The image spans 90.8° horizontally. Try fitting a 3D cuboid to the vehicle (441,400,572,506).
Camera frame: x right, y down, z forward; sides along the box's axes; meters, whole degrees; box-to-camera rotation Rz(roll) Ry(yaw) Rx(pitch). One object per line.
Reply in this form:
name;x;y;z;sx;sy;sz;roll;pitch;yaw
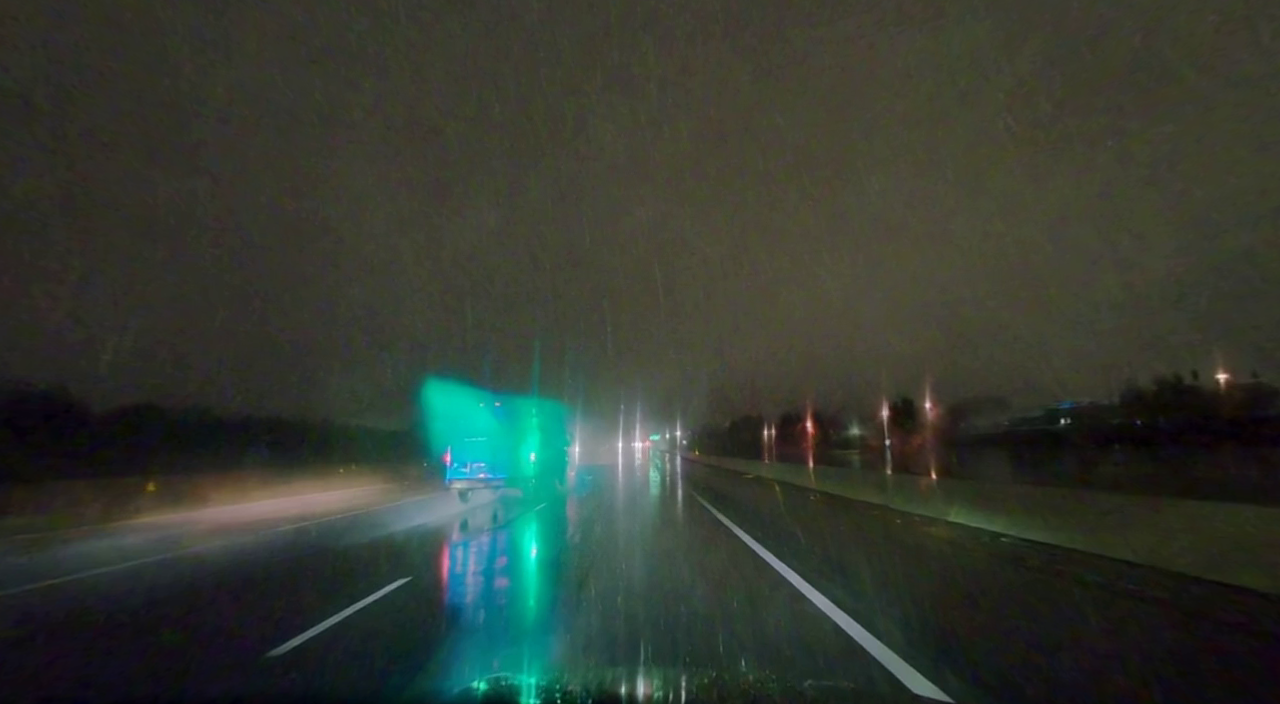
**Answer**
vehicle;-3.562;2.915;18.377;2.437;2.565;5.829;0;-9;1
